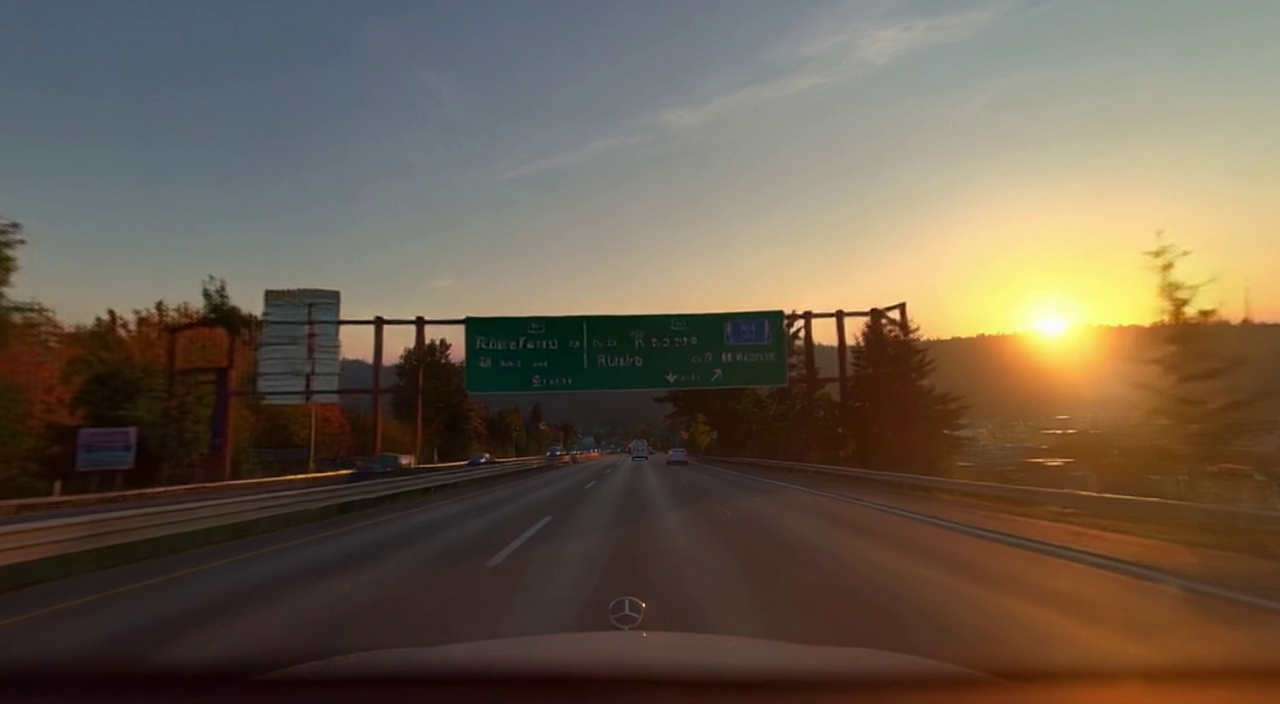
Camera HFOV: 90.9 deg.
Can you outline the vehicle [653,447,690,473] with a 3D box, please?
[{"bbox_3d":[1.874,6.515,38.145,2.036,1.457,3.471,0,-9,0],"label":"vehicle"}]
